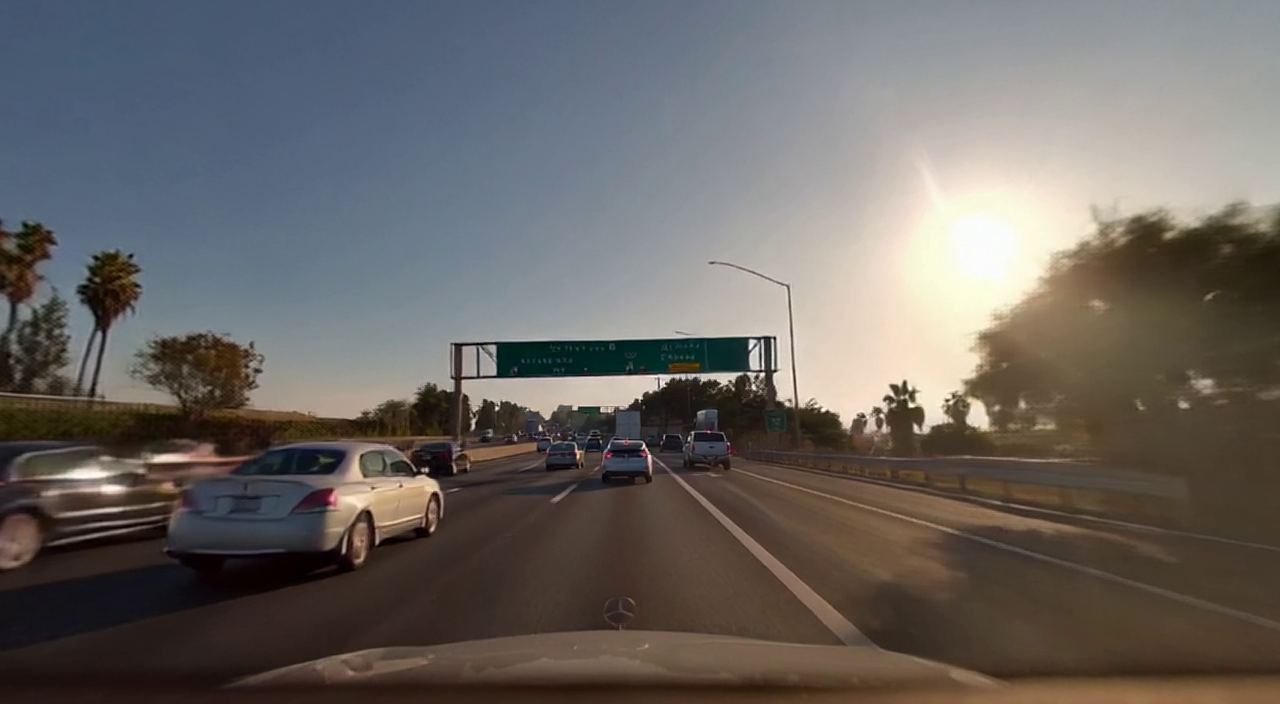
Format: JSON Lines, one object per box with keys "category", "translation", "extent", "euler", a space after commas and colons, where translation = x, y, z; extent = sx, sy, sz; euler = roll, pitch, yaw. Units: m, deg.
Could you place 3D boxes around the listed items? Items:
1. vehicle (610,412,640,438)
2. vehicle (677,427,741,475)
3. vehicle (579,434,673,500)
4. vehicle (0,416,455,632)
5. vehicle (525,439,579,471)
{"category": "vehicle", "translation": [-1.174, 5.679, 48.484], "extent": [2.206, 1.803, 4.569], "euler": [0, -8, -1]}
{"category": "vehicle", "translation": [2.891, 4.269, 27.382], "extent": [2.173, 1.870, 4.499], "euler": [0, -8, -1]}
{"category": "vehicle", "translation": [-0.319, 2.886, 16.218], "extent": [2.136, 1.470, 3.971], "euler": [0, -8, 0]}
{"category": "vehicle", "translation": [-3.677, 1.518, 6.658], "extent": [2.064, 1.475, 4.489], "euler": [0, -8, 0]}
{"category": "vehicle", "translation": [-4.149, 4.944, 30.385], "extent": [1.998, 1.423, 4.436], "euler": [0, -8, -1]}
